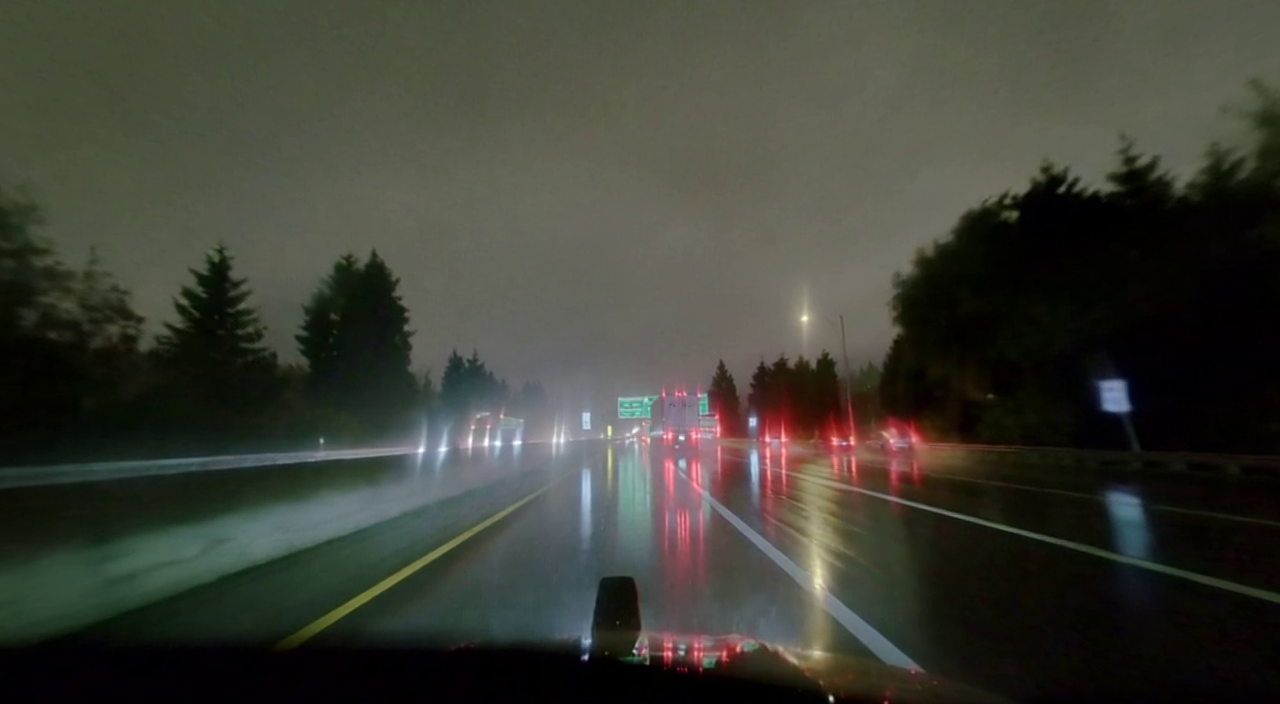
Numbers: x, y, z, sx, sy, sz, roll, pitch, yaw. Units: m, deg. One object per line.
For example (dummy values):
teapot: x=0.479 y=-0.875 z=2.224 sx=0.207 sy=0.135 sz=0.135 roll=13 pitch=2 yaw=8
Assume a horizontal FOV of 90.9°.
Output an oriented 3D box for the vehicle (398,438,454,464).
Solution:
vehicle: x=-12.688 y=5.861 z=37.674 sx=1.853 sy=1.464 sz=4.057 roll=0 pitch=-8 yaw=1

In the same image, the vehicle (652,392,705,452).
vehicle: x=2.660 y=5.555 z=48.650 sx=2.954 sy=3.995 sz=13.335 roll=0 pitch=-8 yaw=-1
